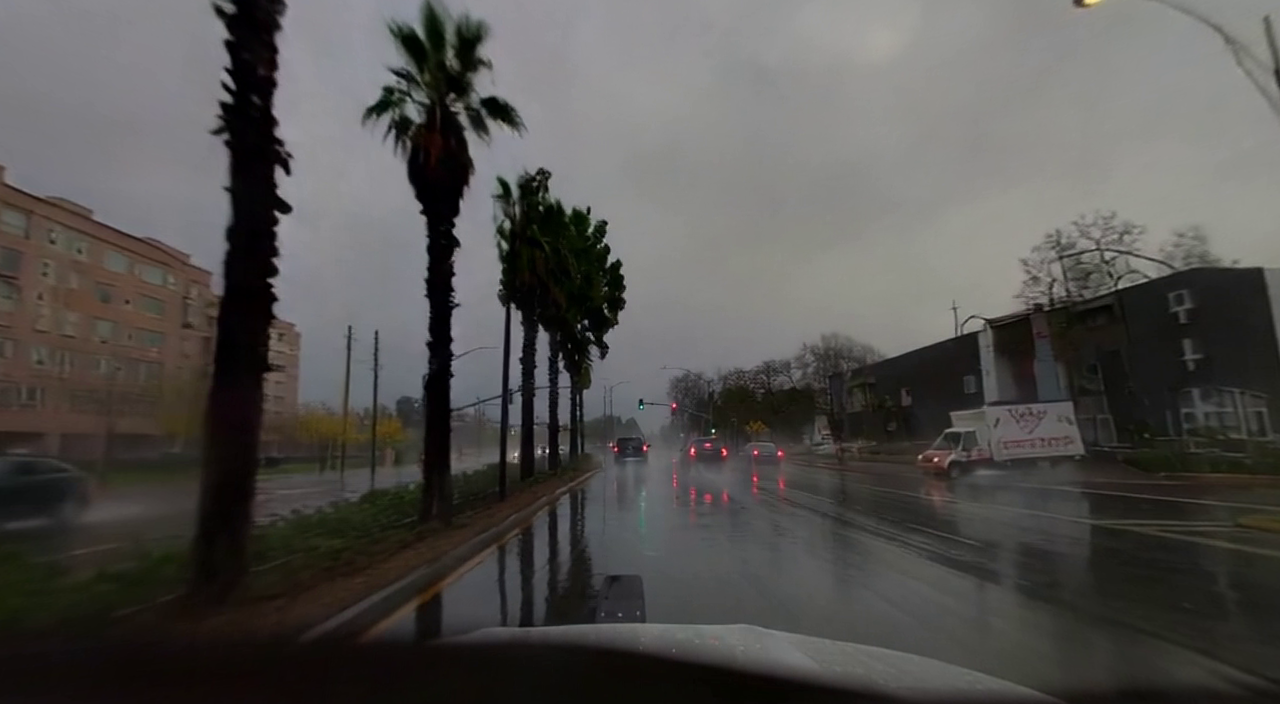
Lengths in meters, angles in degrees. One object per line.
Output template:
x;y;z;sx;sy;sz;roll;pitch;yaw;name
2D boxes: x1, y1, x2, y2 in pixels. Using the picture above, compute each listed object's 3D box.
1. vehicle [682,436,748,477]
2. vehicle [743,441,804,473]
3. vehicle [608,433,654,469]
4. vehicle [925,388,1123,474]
3.077;4.425;26.883;2.195;1.590;4.668;0;-8;-1;vehicle
6.651;5.248;31.819;1.975;1.483;4.769;0;-8;-1;vehicle
-0.480;5.309;33.806;2.277;1.816;4.192;0;-8;-1;vehicle
17.511;3.685;29.037;7.270;3.743;2.677;1;-8;-3;vehicle
